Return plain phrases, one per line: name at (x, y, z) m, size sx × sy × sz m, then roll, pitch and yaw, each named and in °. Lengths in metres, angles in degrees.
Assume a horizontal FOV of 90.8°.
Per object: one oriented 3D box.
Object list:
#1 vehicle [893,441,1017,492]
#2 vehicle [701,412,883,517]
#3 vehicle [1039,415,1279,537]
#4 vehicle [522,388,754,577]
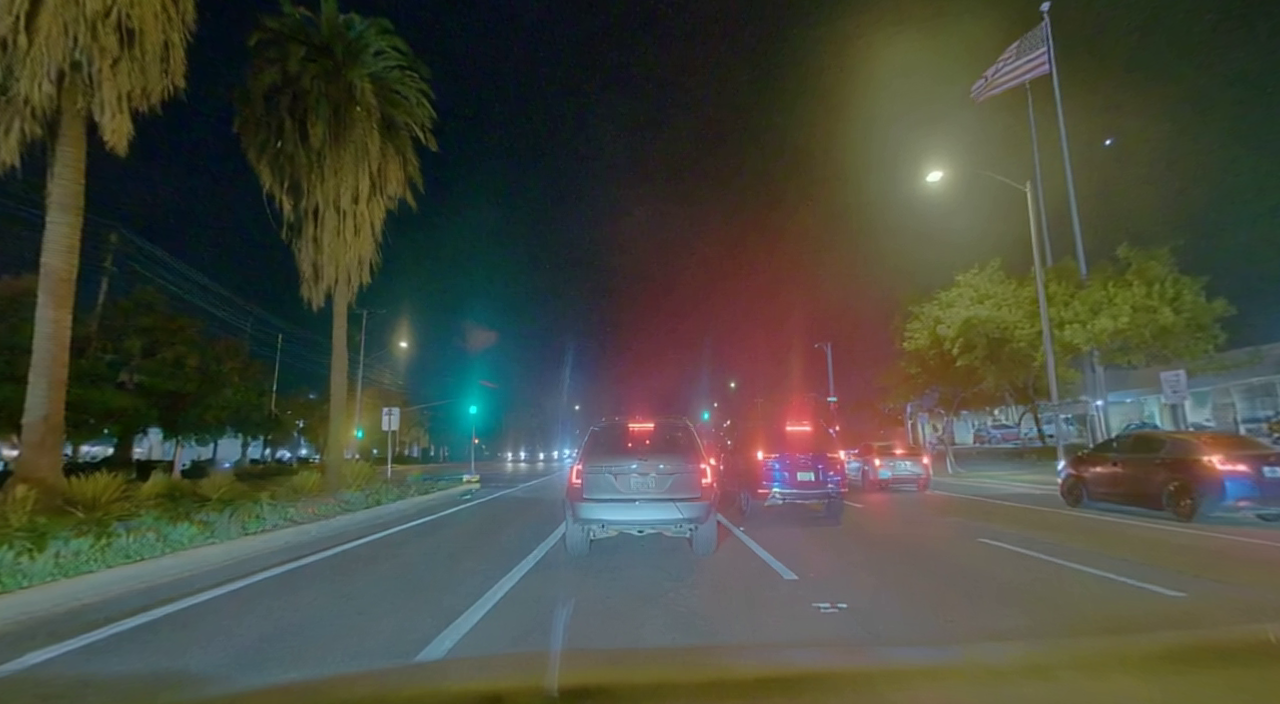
vehicle at (10.157, 3.700, 20.790) m, size 1.855 × 1.495 × 4.143 m, roll 0°, pitch -9°, yaw -1°
vehicle at (3.267, 2.659, 15.484) m, size 2.773 × 2.021 × 6.212 m, roll 0°, pitch -9°, yaw -2°
vehicle at (9.907, 2.166, 11.623) m, size 2.155 × 1.779 × 4.582 m, roll 0°, pitch -9°, yaw 1°
vehicle at (-0.129, 1.685, 8.910) m, size 2.402 × 1.938 × 4.535 m, roll 0°, pitch -9°, yaw -3°
